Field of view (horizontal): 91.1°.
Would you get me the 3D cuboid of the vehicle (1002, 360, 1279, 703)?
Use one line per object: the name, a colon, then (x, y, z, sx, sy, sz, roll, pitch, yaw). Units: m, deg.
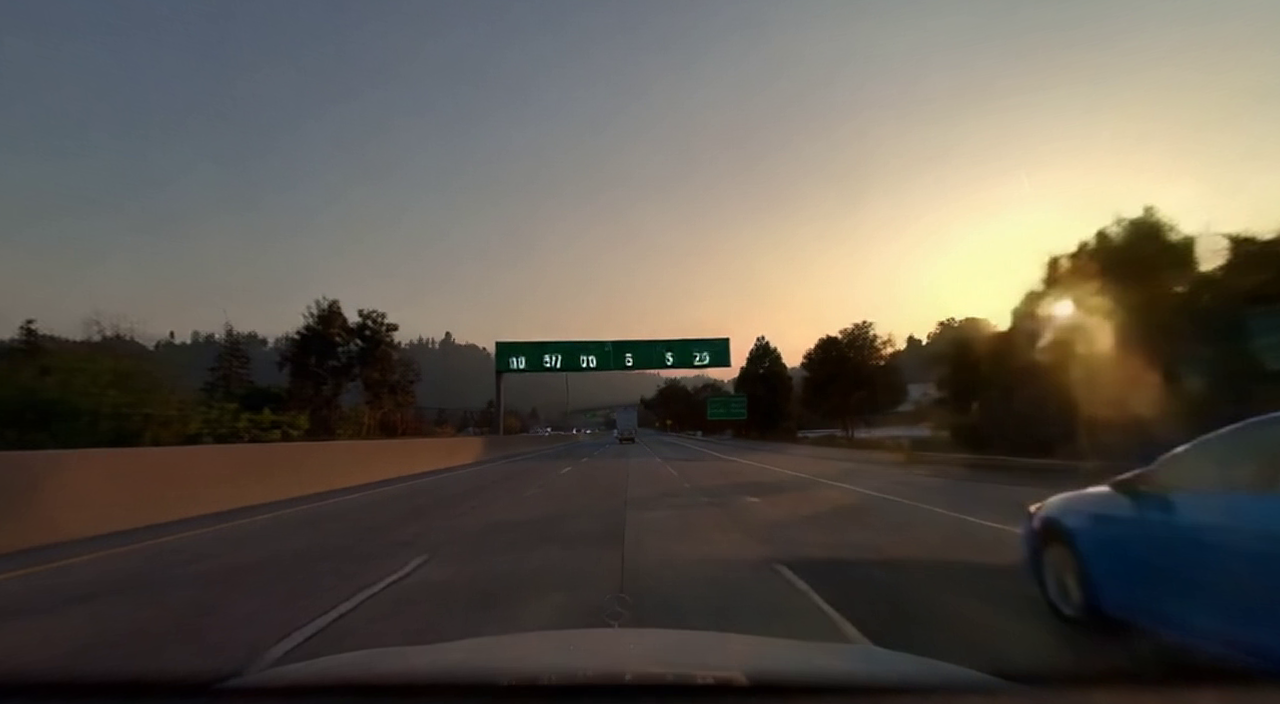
vehicle: (3.476, 0.793, 2.239, 1.973, 1.563, 3.959, 0, -8, 0)
